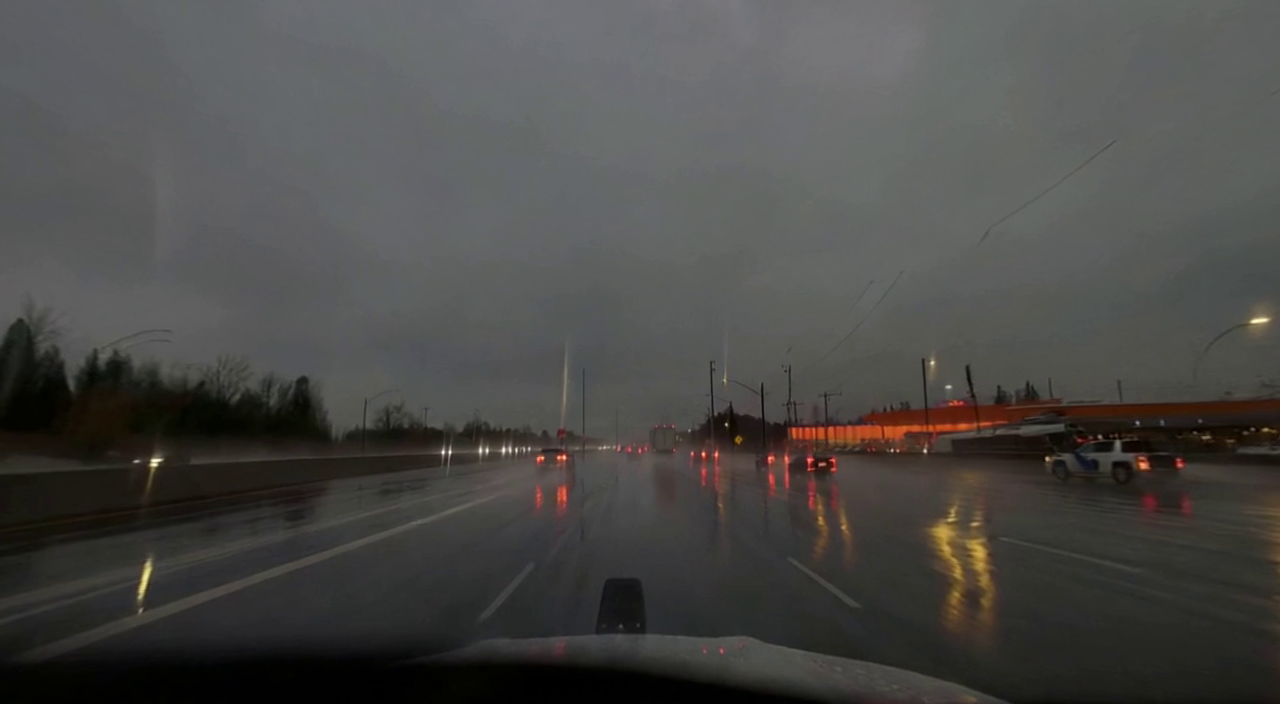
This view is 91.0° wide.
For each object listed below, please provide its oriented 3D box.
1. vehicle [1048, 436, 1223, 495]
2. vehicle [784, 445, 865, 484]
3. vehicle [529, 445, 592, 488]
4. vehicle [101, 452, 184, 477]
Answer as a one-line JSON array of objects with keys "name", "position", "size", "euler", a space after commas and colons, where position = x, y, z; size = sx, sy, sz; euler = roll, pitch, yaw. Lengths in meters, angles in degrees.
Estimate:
[{"name": "vehicle", "position": [16.649, 3.805, 21.529], "size": [2.201, 1.785, 4.399], "euler": [1, -9, -3]}, {"name": "vehicle", "position": [7.682, 4.700, 26.675], "size": [1.980, 1.501, 4.433], "euler": [0, -9, -2]}, {"name": "vehicle", "position": [-2.999, 4.415, 24.581], "size": [1.929, 1.521, 4.097], "euler": [0, -9, 0]}, {"name": "vehicle", "position": [-35.608, 8.027, 45.231], "size": [1.960, 1.618, 4.852], "euler": [0, -9, 1]}]
